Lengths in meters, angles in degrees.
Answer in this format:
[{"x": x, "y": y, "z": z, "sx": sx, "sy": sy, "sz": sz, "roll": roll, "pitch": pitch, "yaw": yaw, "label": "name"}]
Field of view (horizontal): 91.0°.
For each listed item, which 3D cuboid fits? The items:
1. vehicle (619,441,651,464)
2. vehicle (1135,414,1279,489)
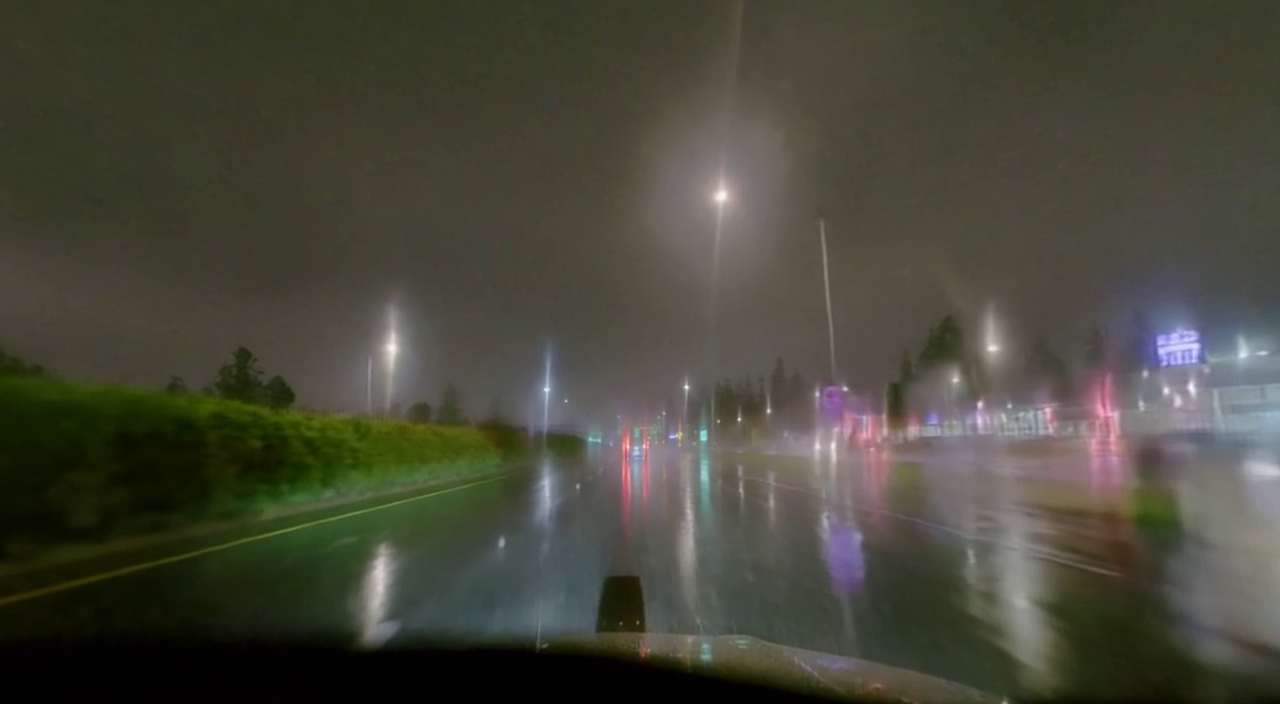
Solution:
[{"x": -0.366, "y": 7.079, "z": 44.434, "sx": 2.110, "sy": 1.555, "sz": 4.431, "roll": 0, "pitch": -9, "yaw": -1, "label": "vehicle"}, {"x": 18.162, "y": 2.912, "z": 18.473, "sx": 2.288, "sy": 1.963, "sz": 5.983, "roll": 1, "pitch": -9, "yaw": -2, "label": "vehicle"}]
